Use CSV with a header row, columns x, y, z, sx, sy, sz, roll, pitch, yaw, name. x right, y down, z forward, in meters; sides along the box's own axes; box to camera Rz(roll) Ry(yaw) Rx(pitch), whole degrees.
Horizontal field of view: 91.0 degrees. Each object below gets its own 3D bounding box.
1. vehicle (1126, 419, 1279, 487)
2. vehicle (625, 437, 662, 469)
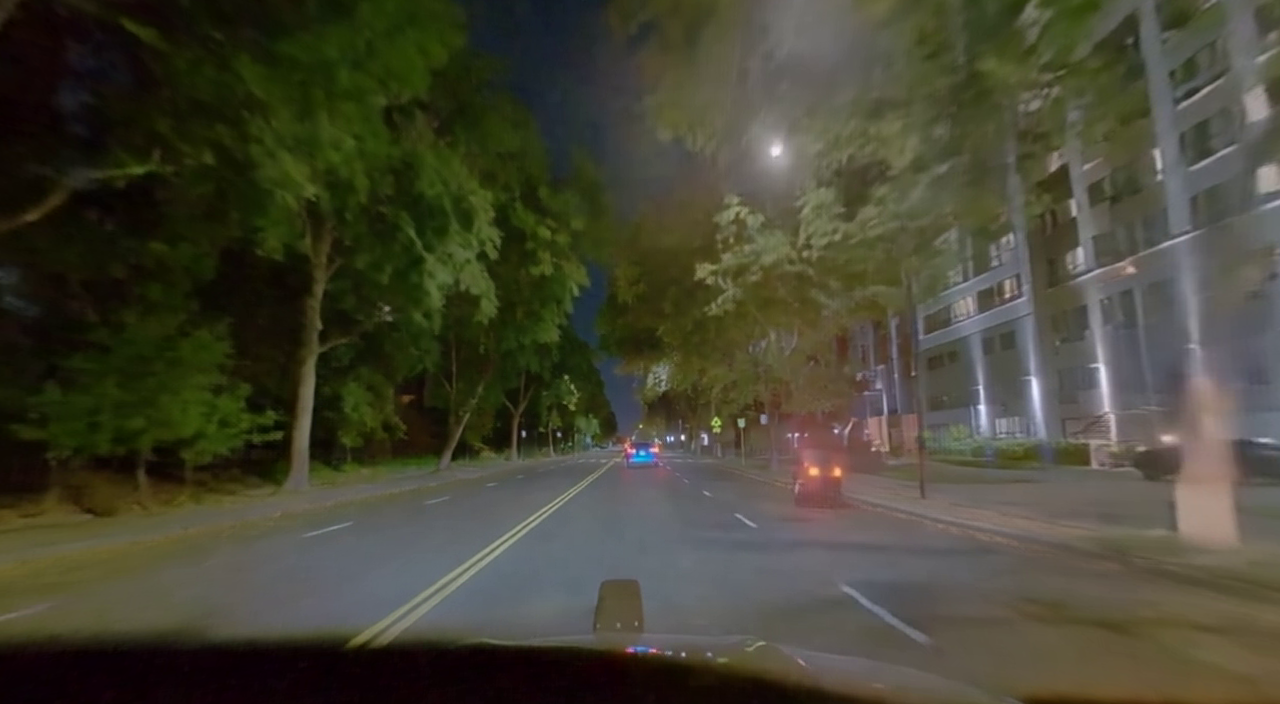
x,y,z,sx,sy,sz,roll,pitch,yaw,name
17.215,2.921,18.276,4.237,1.819,2.245,0,-9,0,vehicle
0.208,5.655,35.338,1.981,1.703,3.691,0,-9,0,vehicle
